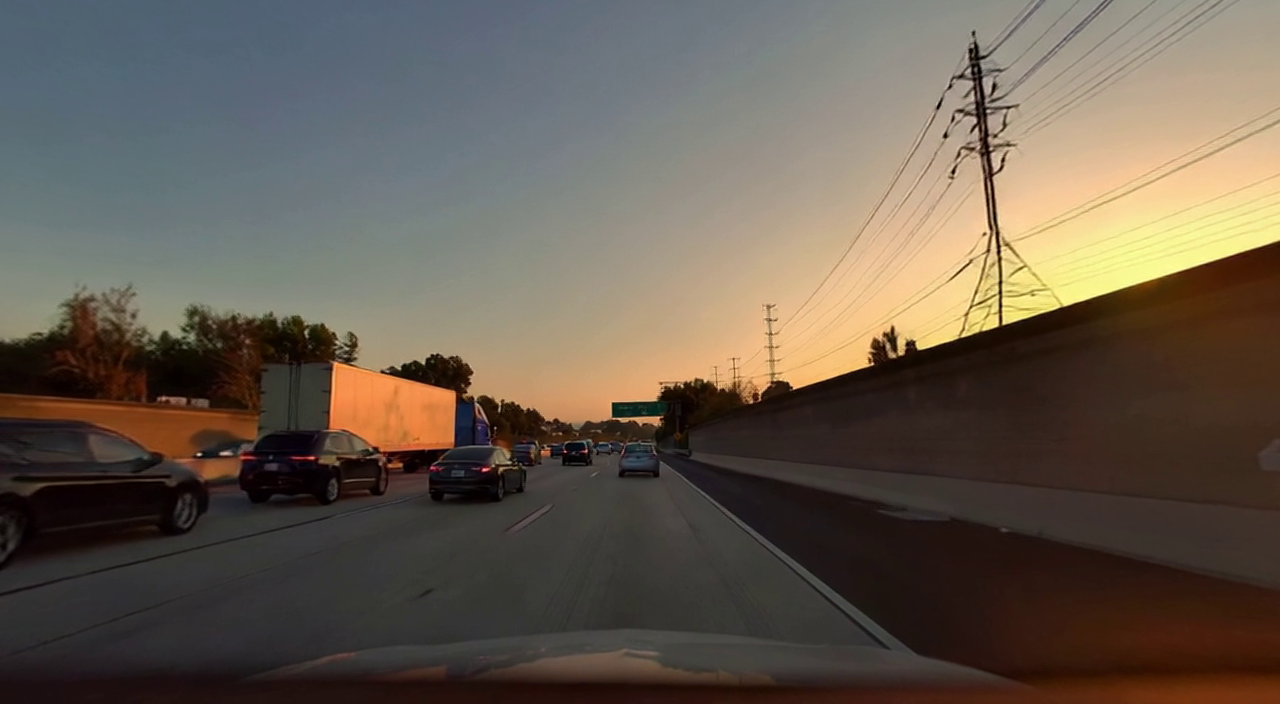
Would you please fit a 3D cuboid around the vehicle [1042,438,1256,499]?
[{"bbox_3d":[14.088,3.229,17.993,2.027,1.478,4.849,0,-9,-1],"label":"vehicle"}]

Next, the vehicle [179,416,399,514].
[{"bbox_3d":[-7.572,2.500,14.453,2.054,1.825,5.072,0,-8,1],"label":"vehicle"}]

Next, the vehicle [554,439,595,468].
[{"bbox_3d":[-3.981,6.260,39.175,1.976,1.705,4.176,0,-8,1],"label":"vehicle"}]

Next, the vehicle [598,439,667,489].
[{"bbox_3d":[-0.256,3.686,21.122,2.089,1.477,3.818,0,-8,-1],"label":"vehicle"}]

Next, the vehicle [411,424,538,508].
[{"bbox_3d":[-3.799,2.701,15.354,1.923,1.716,4.289,0,-9,0],"label":"vehicle"}]

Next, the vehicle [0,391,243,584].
[{"bbox_3d":[-6.941,1.448,7.134,2.027,1.762,4.386,0,-9,0],"label":"vehicle"}]
